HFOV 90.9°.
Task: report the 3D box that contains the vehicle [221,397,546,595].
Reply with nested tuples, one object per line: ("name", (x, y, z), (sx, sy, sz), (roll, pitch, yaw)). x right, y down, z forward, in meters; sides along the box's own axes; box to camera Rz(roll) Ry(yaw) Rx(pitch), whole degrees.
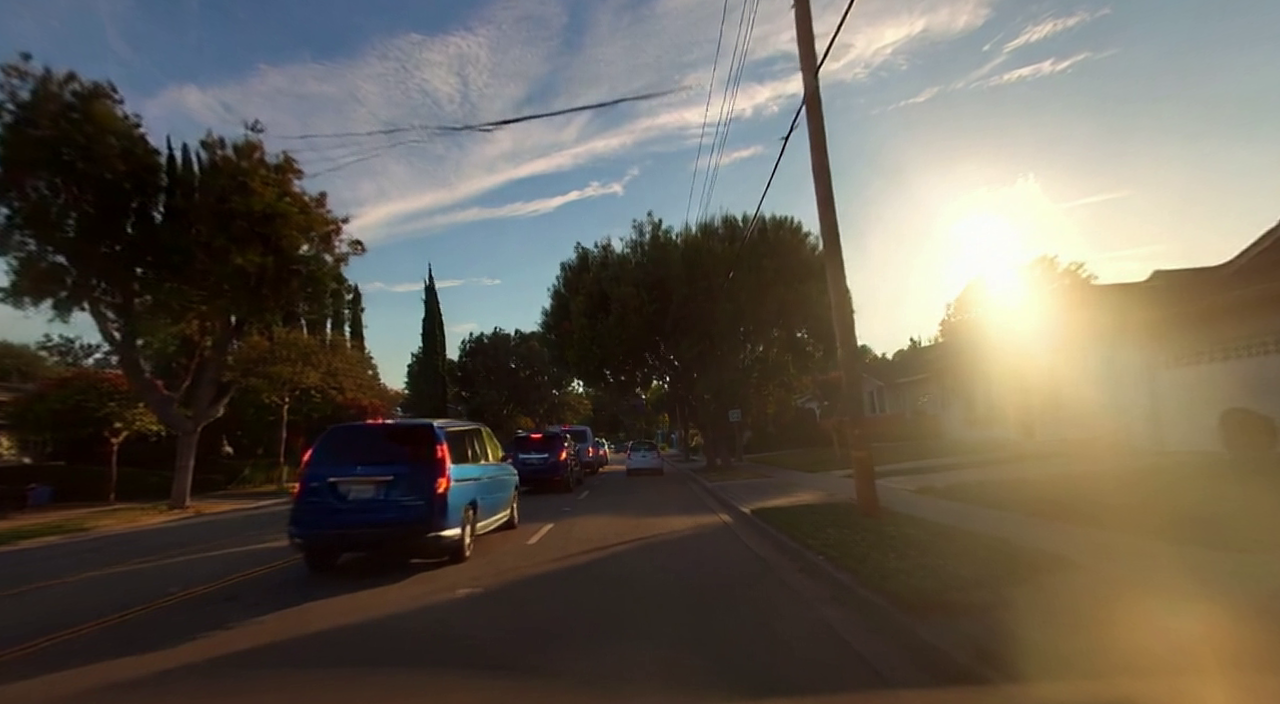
("vehicle", (-2.641, 1.617, 7.903), (2.157, 1.765, 4.303), (0, -9, 1))

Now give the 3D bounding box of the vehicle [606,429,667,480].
("vehicle", (-0.132, 3.840, 23.733), (2.120, 1.718, 3.909), (0, -9, 0))
